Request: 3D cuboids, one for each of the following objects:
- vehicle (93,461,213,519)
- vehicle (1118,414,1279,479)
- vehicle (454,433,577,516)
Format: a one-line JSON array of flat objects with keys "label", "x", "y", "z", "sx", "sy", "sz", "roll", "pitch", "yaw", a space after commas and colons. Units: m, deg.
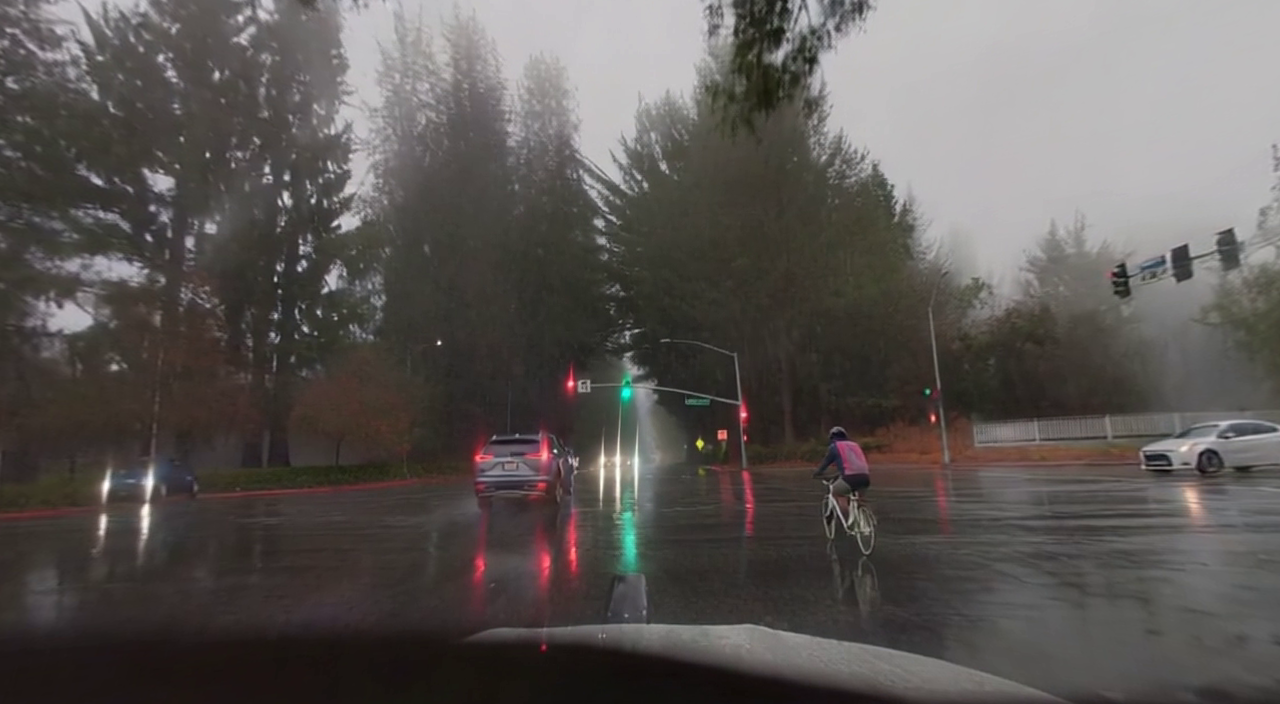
[{"label": "vehicle", "x": -14.913, "y": 4.178, "z": 19.614, "sx": 2.171, "sy": 1.474, "sz": 4.513, "roll": 5, "pitch": -10, "yaw": -28}, {"label": "vehicle", "x": 19.066, "y": 3.185, "z": 21.269, "sx": 4.237, "sy": 1.948, "sz": 1.997, "roll": -1, "pitch": -10, "yaw": -8}, {"label": "vehicle", "x": -2.904, "y": 2.967, "z": 15.872, "sx": 2.049, "sy": 1.756, "sz": 4.602, "roll": 0, "pitch": -8, "yaw": 1}]
